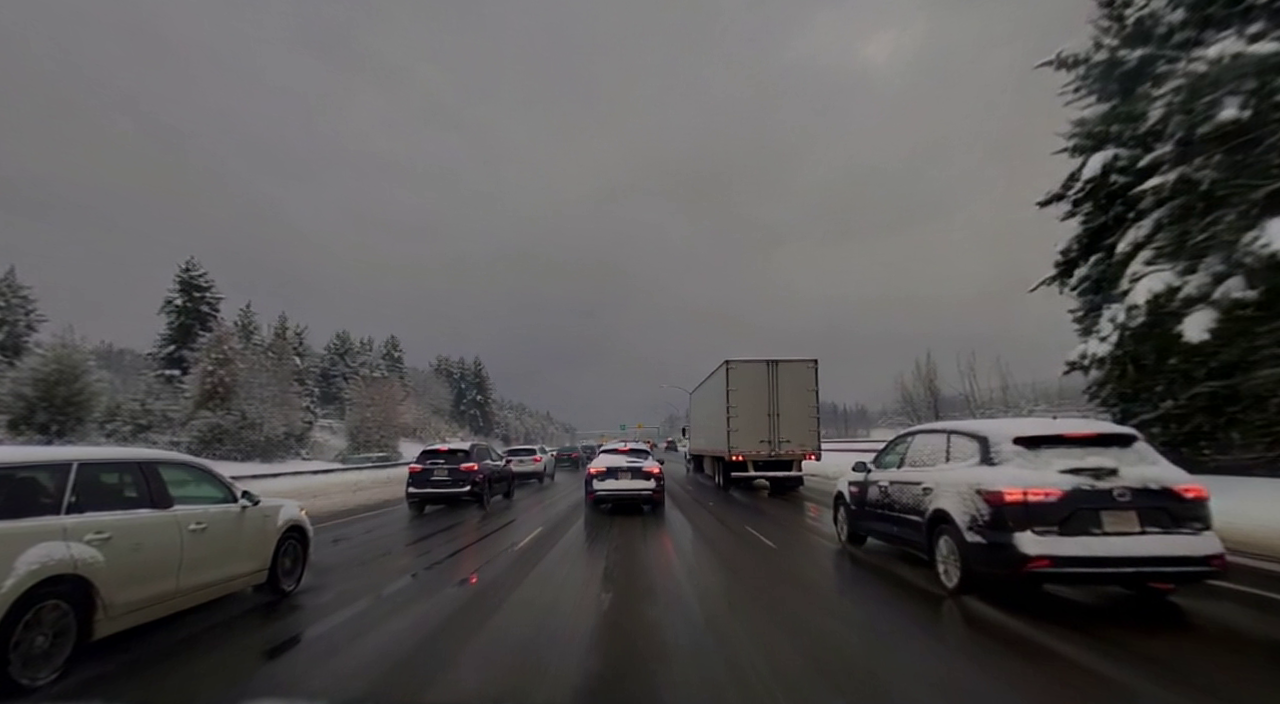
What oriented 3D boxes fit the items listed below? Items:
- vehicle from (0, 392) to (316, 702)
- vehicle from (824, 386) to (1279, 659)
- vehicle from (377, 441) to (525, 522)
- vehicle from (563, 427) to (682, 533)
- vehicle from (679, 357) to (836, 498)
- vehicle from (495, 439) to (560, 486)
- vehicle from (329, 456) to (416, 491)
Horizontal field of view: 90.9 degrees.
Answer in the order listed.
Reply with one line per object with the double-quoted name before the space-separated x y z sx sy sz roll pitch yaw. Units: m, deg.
"vehicle" -4.281 1.227 4.559 1.789 1.620 3.841 0 -9 0
"vehicle" 3.653 1.459 6.467 2.076 1.751 4.666 0 -9 0
"vehicle" -3.984 2.800 14.154 1.923 1.503 4.293 0 -9 1
"vehicle" -0.301 2.515 12.938 2.037 1.792 4.194 0 -9 0
"vehicle" 3.897 3.394 26.247 3.186 4.111 15.553 0 -9 -1
"vehicle" -4.653 4.632 26.612 1.959 1.808 3.790 0 -9 1
"vehicle" -12.190 5.560 29.084 1.923 1.436 4.605 0 -9 1
